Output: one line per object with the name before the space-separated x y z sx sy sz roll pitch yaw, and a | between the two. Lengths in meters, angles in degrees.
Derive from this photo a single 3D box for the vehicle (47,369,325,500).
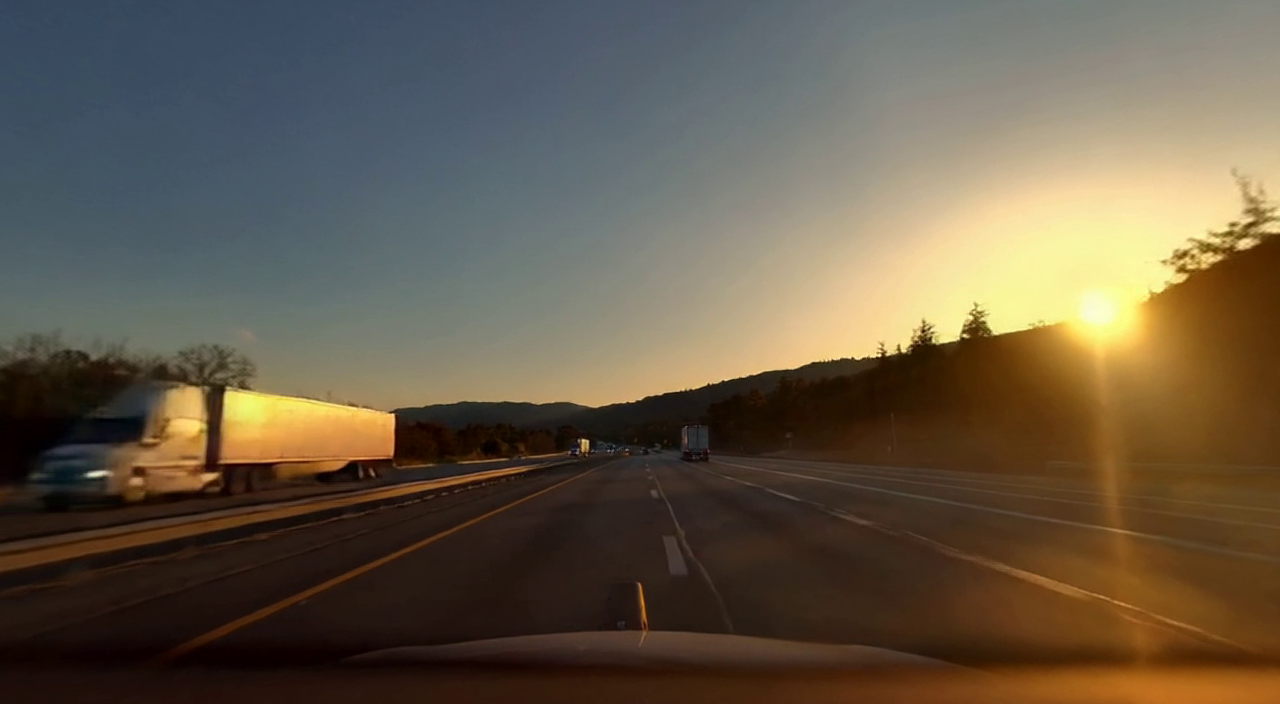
vehicle | -16.777 3.361 24.947 2.967 4.045 10.581 0 -9 0
